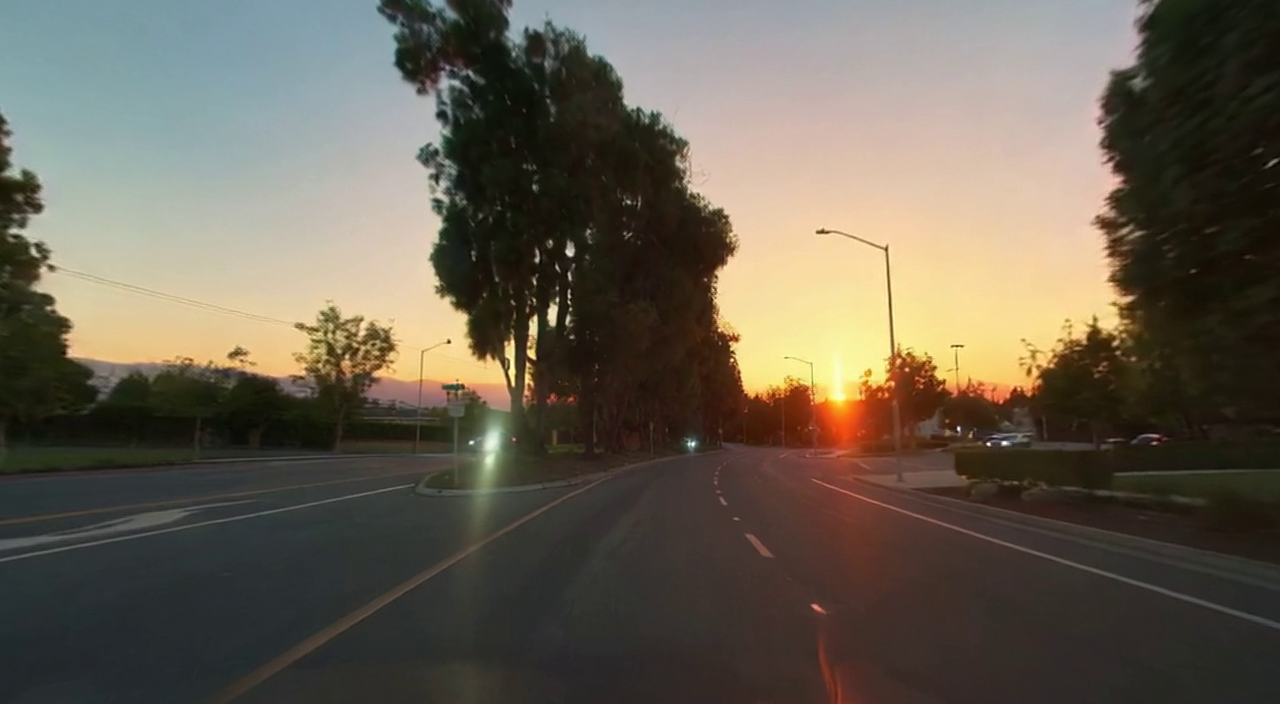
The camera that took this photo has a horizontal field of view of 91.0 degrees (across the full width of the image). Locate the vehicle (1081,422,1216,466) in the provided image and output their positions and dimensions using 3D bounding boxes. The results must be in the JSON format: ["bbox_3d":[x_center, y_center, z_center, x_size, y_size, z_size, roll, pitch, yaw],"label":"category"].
[{"bbox_3d":[27.753,4.956,34.568,2.271,2.010,5.139,-1,-5,-29],"label":"vehicle"}]

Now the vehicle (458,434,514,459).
[{"bbox_3d":[-10.711,6.629,44.093,1.995,1.658,4.542,-2,-9,11],"label":"vehicle"}]
